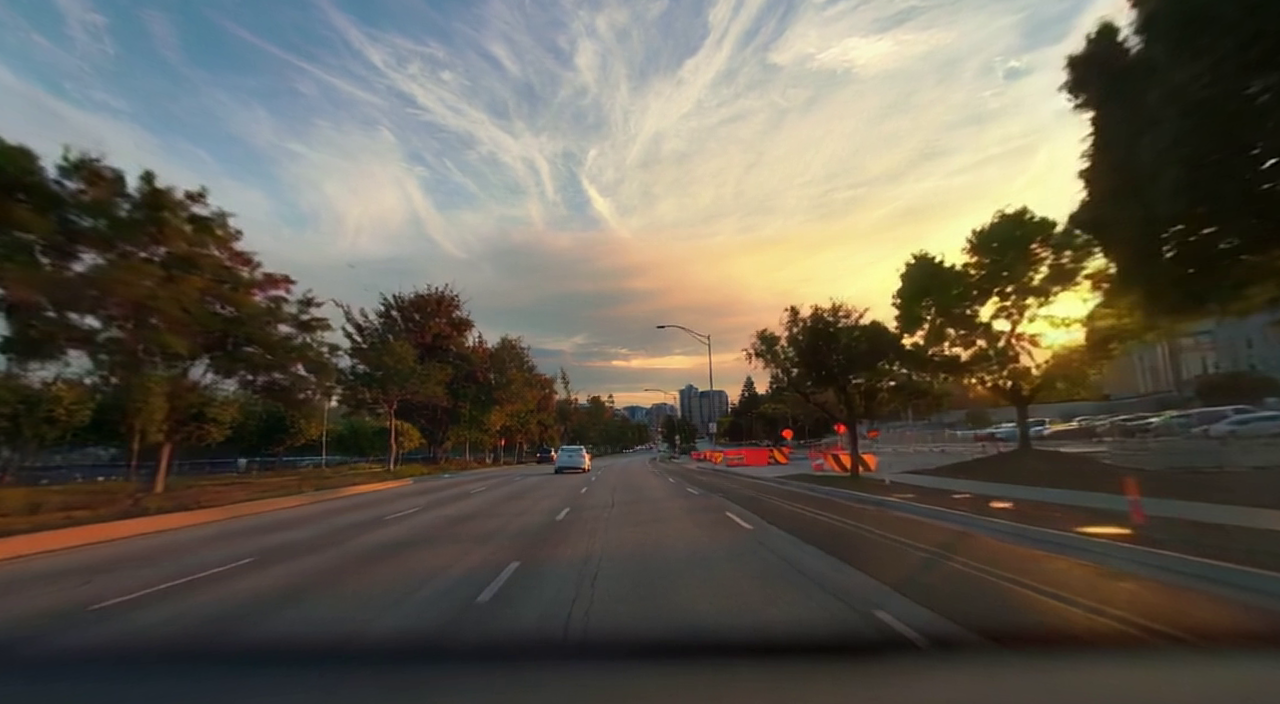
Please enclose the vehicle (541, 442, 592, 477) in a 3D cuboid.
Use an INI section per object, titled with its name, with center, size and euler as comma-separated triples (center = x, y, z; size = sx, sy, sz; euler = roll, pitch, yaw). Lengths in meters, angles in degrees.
[vehicle]
center = -3.651, 5.421, 32.088
size = 2.121, 1.654, 3.993
euler = 0, -8, 0
